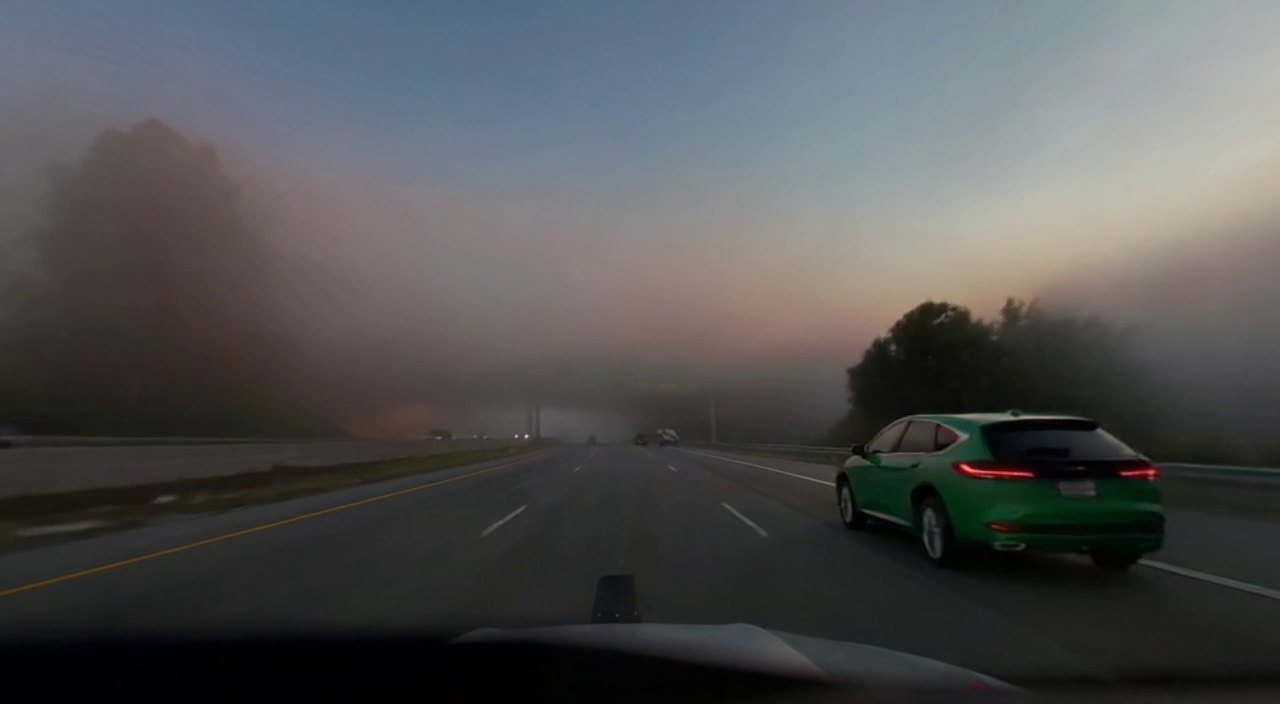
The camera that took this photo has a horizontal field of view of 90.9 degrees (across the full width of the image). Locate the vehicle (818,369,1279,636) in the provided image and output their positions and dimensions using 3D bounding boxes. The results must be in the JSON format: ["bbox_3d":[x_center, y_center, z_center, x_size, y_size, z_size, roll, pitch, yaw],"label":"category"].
[{"bbox_3d":[3.459,1.229,6.133,2.107,1.642,4.331,0,-8,-1],"label":"vehicle"}]
